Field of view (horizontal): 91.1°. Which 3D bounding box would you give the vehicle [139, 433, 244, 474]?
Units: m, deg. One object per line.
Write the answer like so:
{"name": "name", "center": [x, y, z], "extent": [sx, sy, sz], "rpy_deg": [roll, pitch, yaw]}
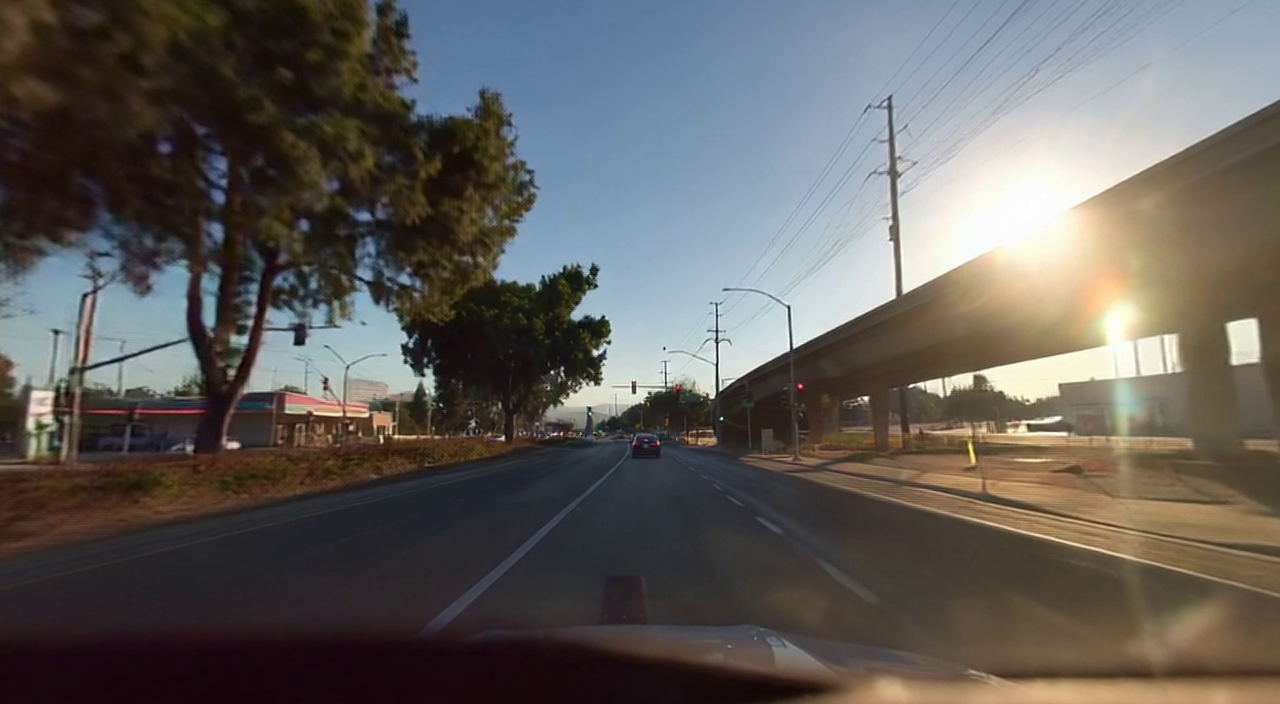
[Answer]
{"name": "vehicle", "center": [-23.183, 5.282, 32.741], "extent": [2.026, 1.965, 4.674], "rpy_deg": [0, -8, -1]}

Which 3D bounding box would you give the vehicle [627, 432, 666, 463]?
{"name": "vehicle", "center": [0.337, 5.442, 35.880], "extent": [2.074, 1.631, 3.793], "rpy_deg": [0, -8, 0]}
